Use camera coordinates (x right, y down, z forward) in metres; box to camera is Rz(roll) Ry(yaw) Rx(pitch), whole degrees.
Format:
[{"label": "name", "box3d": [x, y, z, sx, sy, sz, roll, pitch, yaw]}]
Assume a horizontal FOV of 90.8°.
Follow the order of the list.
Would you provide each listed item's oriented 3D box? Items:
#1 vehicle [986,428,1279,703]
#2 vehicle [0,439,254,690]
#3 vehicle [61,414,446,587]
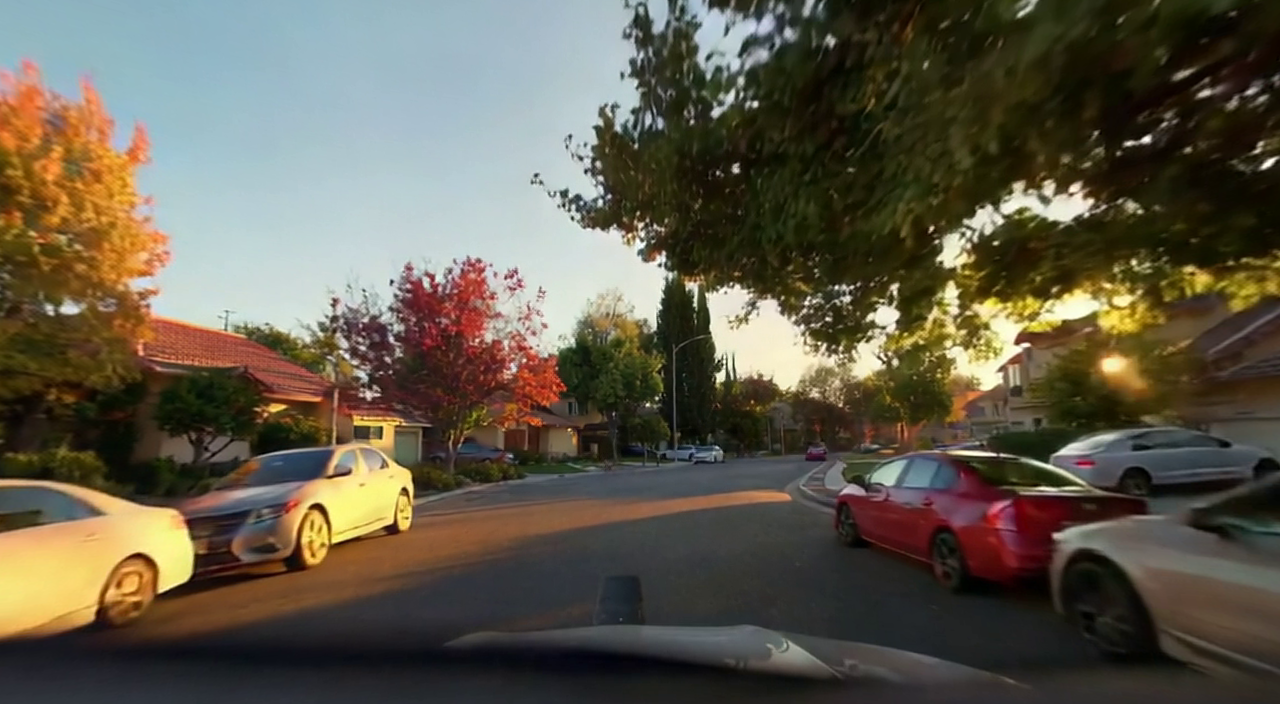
[{"label": "vehicle", "box3d": [3.760, 1.043, 2.564, 1.946, 1.484, 4.654, 0, -8, -2]}, {"label": "vehicle", "box3d": [-4.765, 1.289, 3.740, 1.925, 1.468, 5.089, -2, -9, -2]}, {"label": "vehicle", "box3d": [-4.909, 1.959, 9.336, 2.409, 1.815, 5.093, 0, -9, 0]}]
